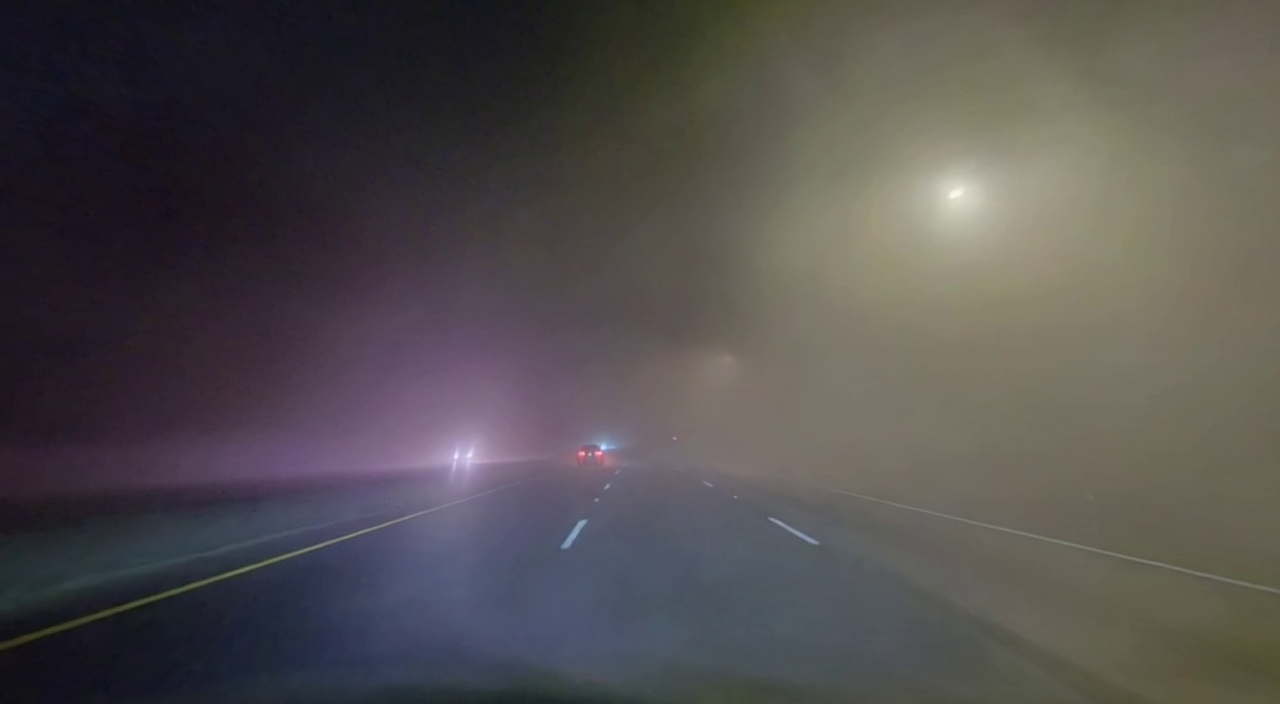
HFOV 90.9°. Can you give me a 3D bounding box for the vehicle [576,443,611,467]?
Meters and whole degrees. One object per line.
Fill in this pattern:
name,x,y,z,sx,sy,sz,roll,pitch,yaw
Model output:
vehicle,-3.054,6.900,42.377,1.991,1.475,4.302,0,-8,0
